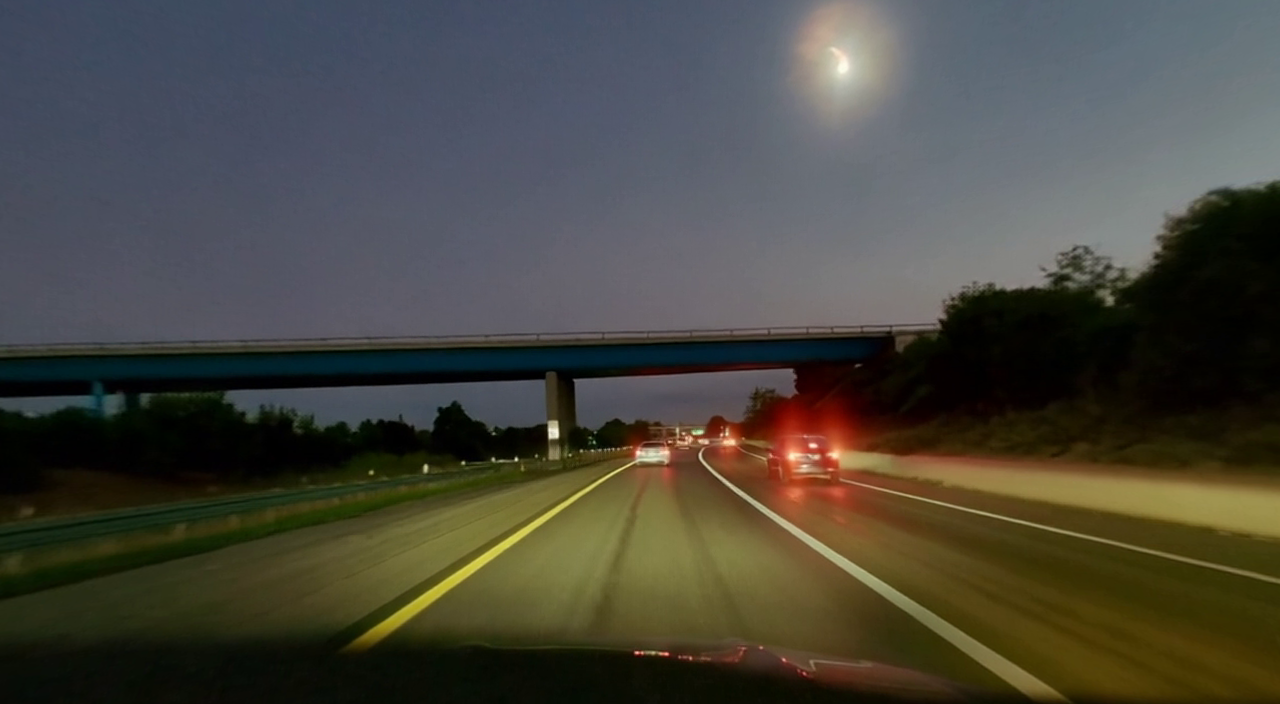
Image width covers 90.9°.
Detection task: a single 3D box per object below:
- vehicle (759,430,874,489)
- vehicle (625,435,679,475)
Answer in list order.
[{"bbox_3d":[4.939,3.084,18.394,2.163,1.489,4.470,0,-8,2],"label":"vehicle"},{"bbox_3d":[0.529,4.066,25.148,1.993,1.461,3.812,-1,-8,3],"label":"vehicle"}]
